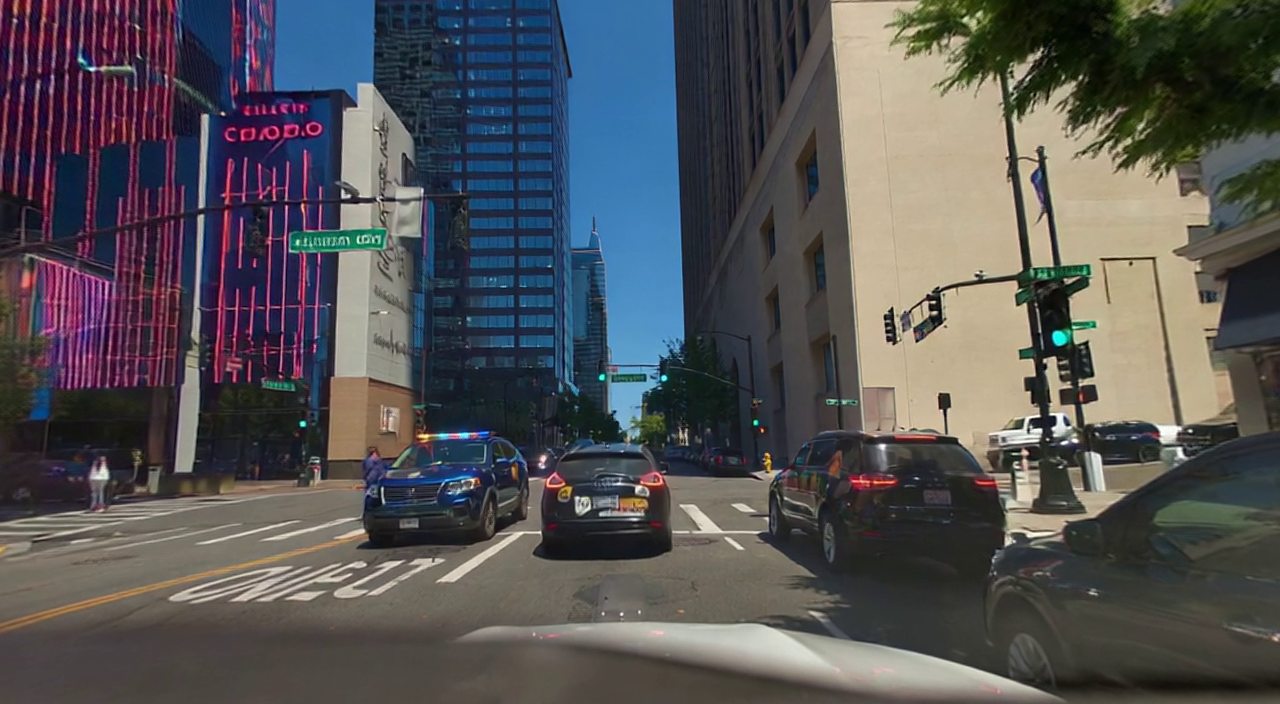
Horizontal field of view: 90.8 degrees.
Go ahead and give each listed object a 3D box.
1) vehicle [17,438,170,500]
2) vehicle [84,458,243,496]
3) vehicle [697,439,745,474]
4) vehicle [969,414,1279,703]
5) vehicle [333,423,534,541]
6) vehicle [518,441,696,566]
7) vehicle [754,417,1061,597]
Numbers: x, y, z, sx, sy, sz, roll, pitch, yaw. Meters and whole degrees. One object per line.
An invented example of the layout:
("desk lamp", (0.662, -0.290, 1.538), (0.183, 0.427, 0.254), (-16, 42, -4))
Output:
("vehicle", (-30.886, 6.566, 35.909), (5.896, 3.276, 2.809), (1, -8, 0))
("vehicle", (-20.059, 5.261, 26.739), (5.153, 1.449, 1.966), (0, -8, 1))
("vehicle", (5.656, 7.388, 45.000), (2.420, 2.300, 5.313), (0, -8, -3))
("vehicle", (2.734, 0.809, 1.095), (1.902, 1.454, 4.540), (0, -8, 0))
("vehicle", (-3.694, 2.433, 12.642), (2.190, 1.840, 5.272), (0, -8, 0))
("vehicle", (-0.411, 2.098, 9.571), (2.092, 1.454, 4.132), (0, -8, -1))
("vehicle", (3.039, 1.860, 8.599), (2.072, 1.735, 4.759), (0, -8, 0))
